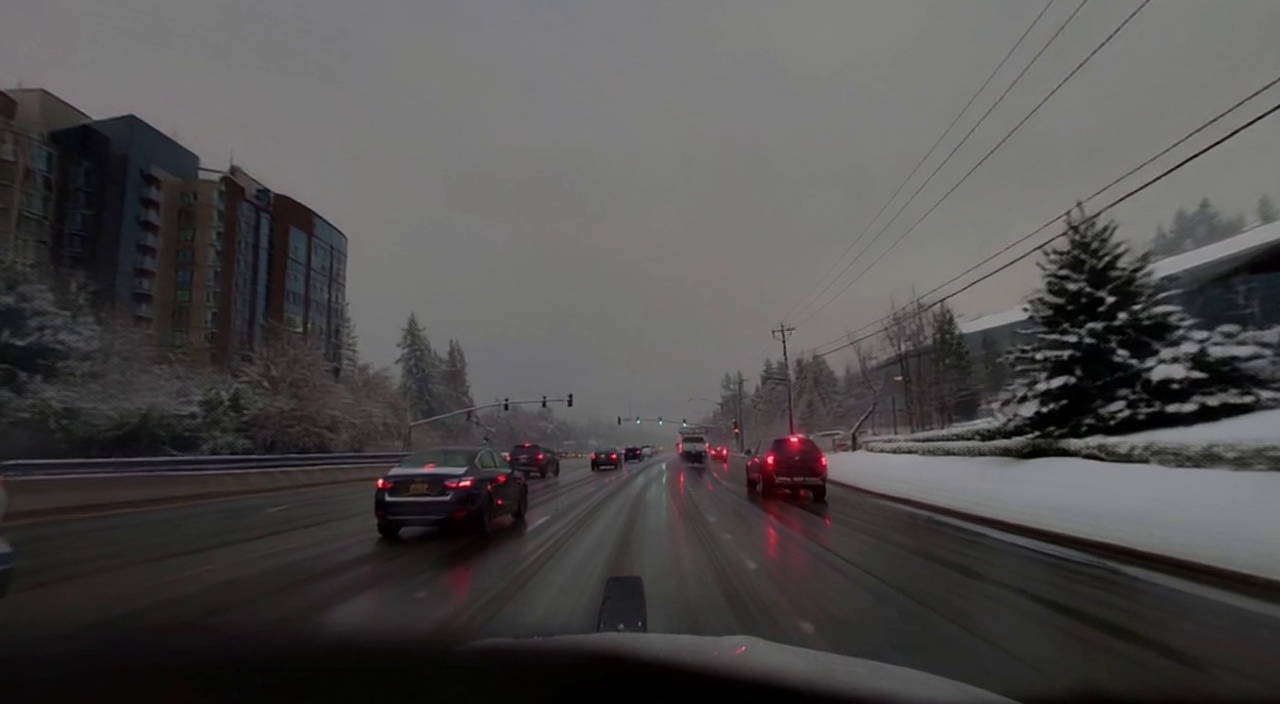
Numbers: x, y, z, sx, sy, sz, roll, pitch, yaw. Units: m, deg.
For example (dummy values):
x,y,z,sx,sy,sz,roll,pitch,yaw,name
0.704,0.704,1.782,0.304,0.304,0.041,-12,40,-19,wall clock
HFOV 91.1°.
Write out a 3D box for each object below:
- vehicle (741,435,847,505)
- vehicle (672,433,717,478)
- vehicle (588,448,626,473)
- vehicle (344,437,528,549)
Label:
x,y,z,sx,sy,sz,roll,pitch,yaw,name
4.659,3.635,19.806,2.283,1.923,4.427,0,-9,1,vehicle
3.278,6.077,37.142,2.457,2.440,5.486,-1,-9,6,vehicle
-2.097,7.025,40.937,1.984,1.567,4.311,-1,-9,4,vehicle
-3.371,2.380,11.260,1.934,1.643,3.718,0,-9,2,vehicle
